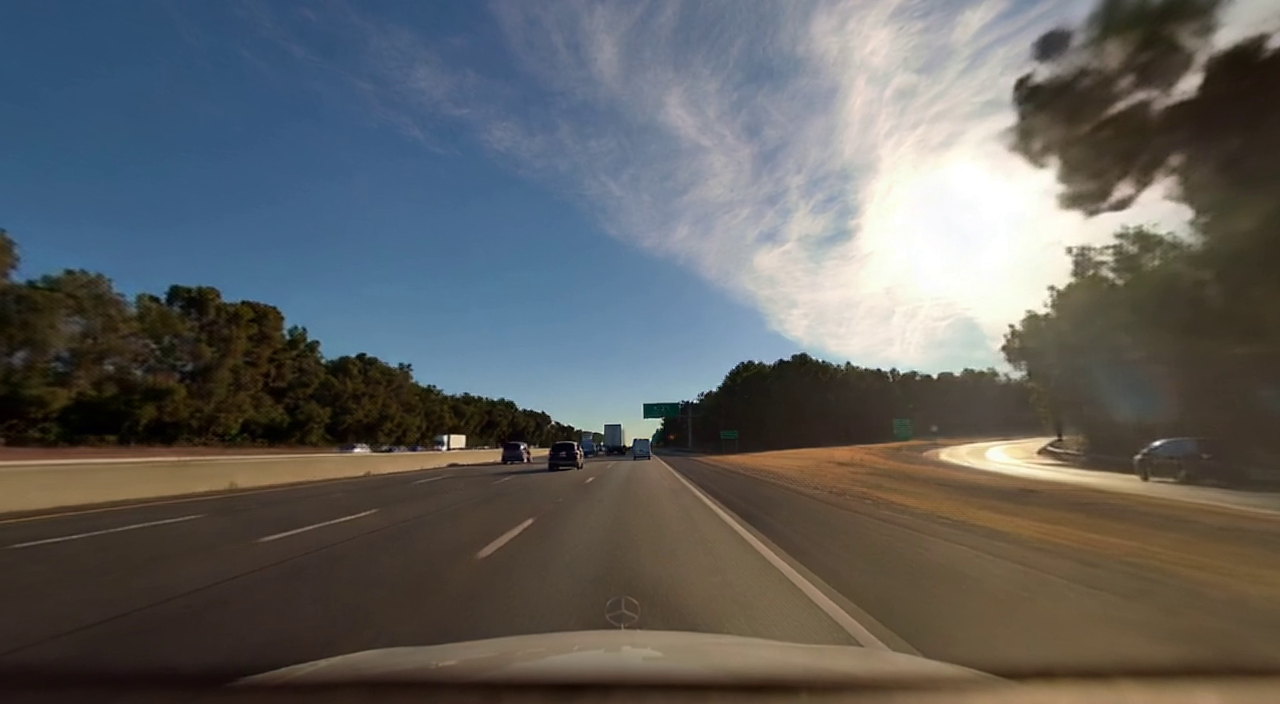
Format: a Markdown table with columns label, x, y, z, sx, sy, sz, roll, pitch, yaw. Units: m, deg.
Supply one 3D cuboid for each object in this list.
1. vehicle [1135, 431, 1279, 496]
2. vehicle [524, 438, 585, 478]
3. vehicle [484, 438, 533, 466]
| label | x | y | z | sx | sy | sz | roll | pitch | yaw |
| --- | --- | --- | --- | --- | --- | --- | --- | --- | --- |
| vehicle | 18.539 | 3.541 | 20.346 | 2.200 | 1.827 | 4.822 | -2 | -9 | 16 |
| vehicle | -3.784 | 4.766 | 28.550 | 2.094 | 1.695 | 4.260 | 0 | -9 | 1 |
| vehicle | -10.253 | 7.880 | 49.777 | 2.519 | 2.029 | 6.180 | 0 | -9 | 0 |
